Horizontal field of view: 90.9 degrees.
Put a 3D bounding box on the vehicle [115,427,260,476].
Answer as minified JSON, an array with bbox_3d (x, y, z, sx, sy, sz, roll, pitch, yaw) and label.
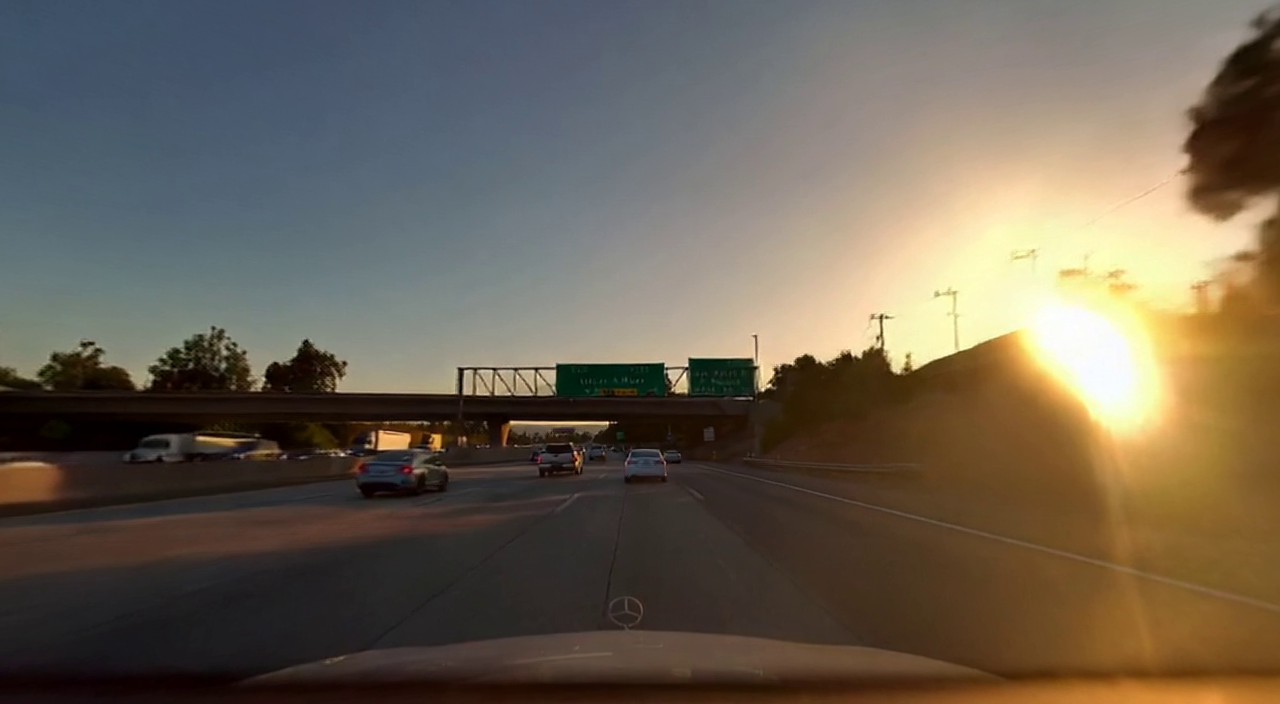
[{"bbox_3d":[-29.769,6.634,42.272,2.934,2.913,9.649,0,-9,-2],"label":"vehicle"}]

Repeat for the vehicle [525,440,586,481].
[{"bbox_3d":[-3.871,5.065,29.780,2.289,1.777,4.534,0,-9,0],"label":"vehicle"}]

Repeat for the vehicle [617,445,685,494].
[{"bbox_3d":[0.277,3.938,21.515,2.082,1.482,4.126,0,-9,-1],"label":"vehicle"}]

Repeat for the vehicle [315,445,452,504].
[{"bbox_3d":[-7.182,3.448,18.315,1.974,1.464,4.733,0,-9,0],"label":"vehicle"}]

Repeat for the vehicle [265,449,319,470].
[{"bbox_3d":[-26.014,8.057,47.319,1.868,1.480,4.180,0,-9,-3],"label":"vehicle"}]
